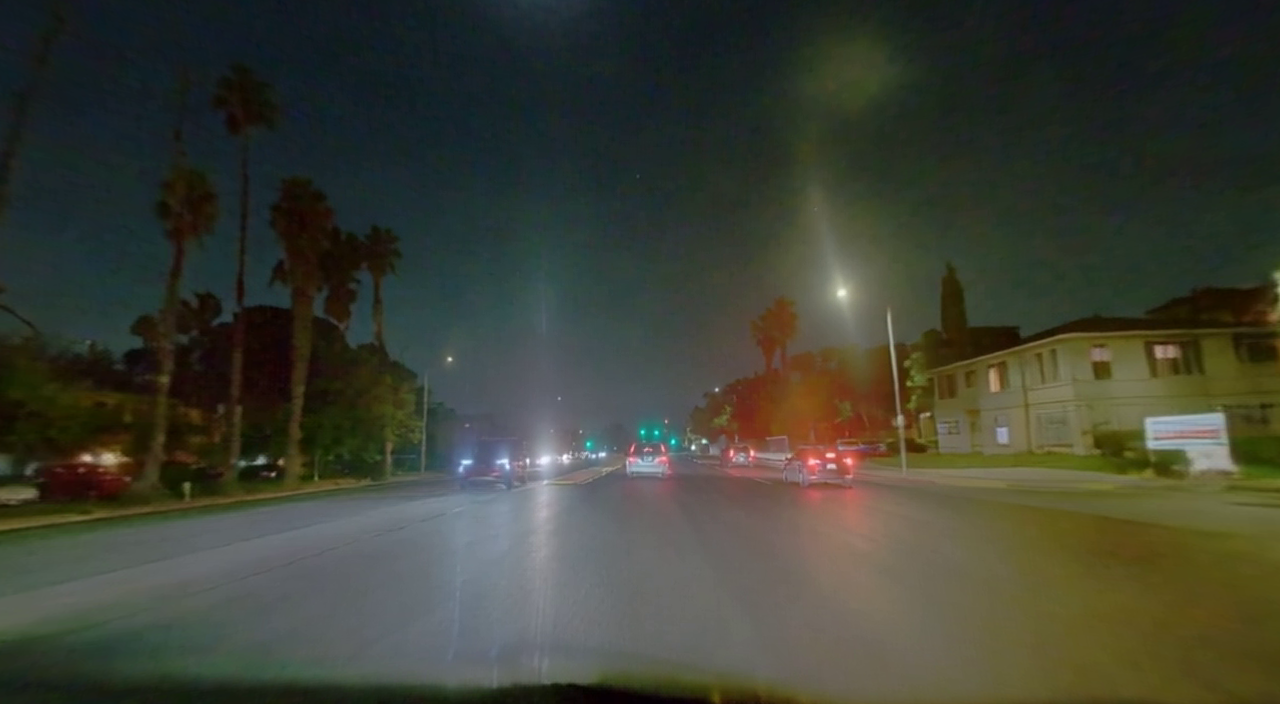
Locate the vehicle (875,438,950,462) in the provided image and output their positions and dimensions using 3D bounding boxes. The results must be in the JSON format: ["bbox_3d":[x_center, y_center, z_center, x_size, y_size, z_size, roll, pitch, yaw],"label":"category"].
[{"bbox_3d":[19.049,6.847,44.202,4.368,1.499,1.828,-2,-8,2],"label":"vehicle"}]

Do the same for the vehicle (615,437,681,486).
[{"bbox_3d":[0.234,4.125,24.086,2.289,1.679,4.180,0,-9,-1],"label":"vehicle"}]

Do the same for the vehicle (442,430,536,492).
[{"bbox_3d":[-5.213,3.822,22.488,2.193,1.967,4.600,0,-9,0],"label":"vehicle"}]

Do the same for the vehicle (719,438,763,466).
[{"bbox_3d":[7.516,7.506,47.475,2.436,2.010,5.595,0,-9,0],"label":"vehicle"}]

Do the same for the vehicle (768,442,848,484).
[{"bbox_3d":[6.411,4.269,24.528,1.897,1.477,4.360,0,-9,0],"label":"vehicle"}]

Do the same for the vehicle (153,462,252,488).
[{"bbox_3d":[-26.394,7.411,38.132,4.548,1.441,1.946,0,-8,2],"label":"vehicle"}]

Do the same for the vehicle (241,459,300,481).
[{"bbox_3d":[-26.563,8.466,45.485,1.726,1.442,4.081,0,-9,1],"label":"vehicle"}]
